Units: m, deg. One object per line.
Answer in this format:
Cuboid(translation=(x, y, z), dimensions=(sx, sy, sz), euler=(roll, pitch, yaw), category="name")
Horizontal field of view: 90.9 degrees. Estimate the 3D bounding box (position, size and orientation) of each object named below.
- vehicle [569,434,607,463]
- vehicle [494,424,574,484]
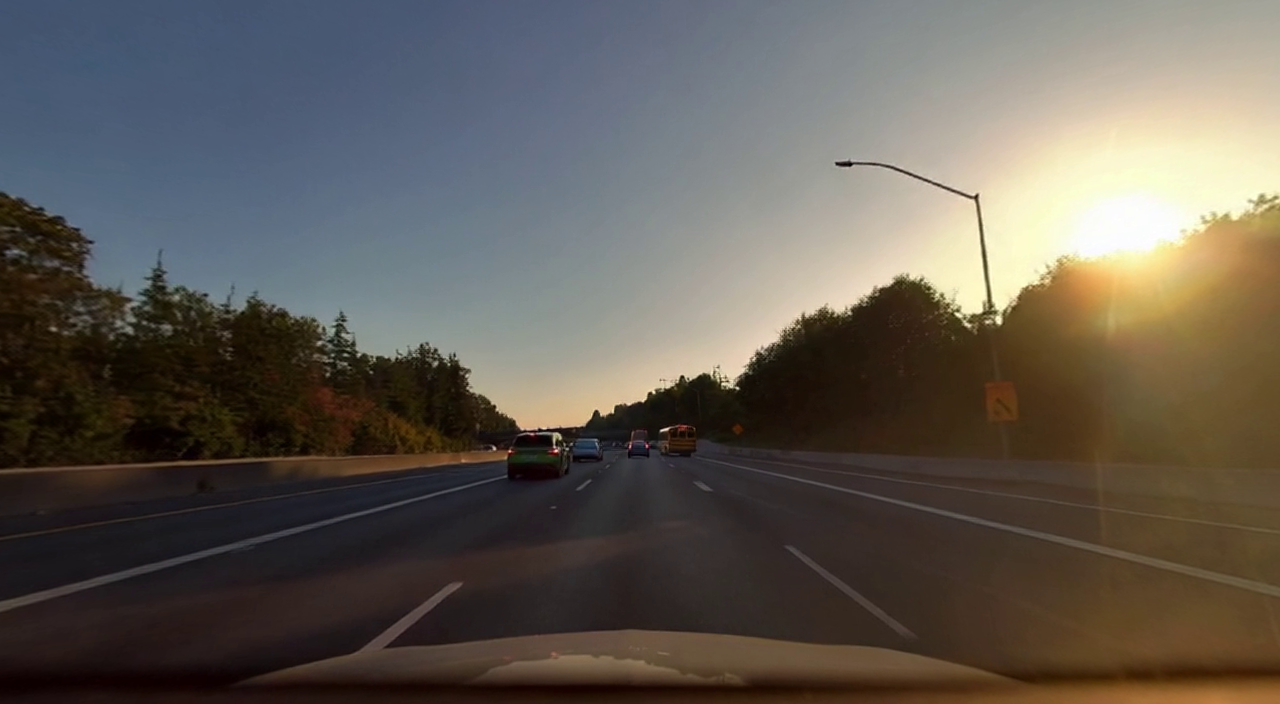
Cuboid(translation=(-3.477, 6.591, 43.021), dimensions=(2.155, 1.843, 4.567), euler=(0, -8, 0), category="vehicle")
Cuboid(translation=(-3.640, 3.605, 22.477), dimensions=(2.016, 1.898, 4.458), euler=(0, -8, 1), category="vehicle")
